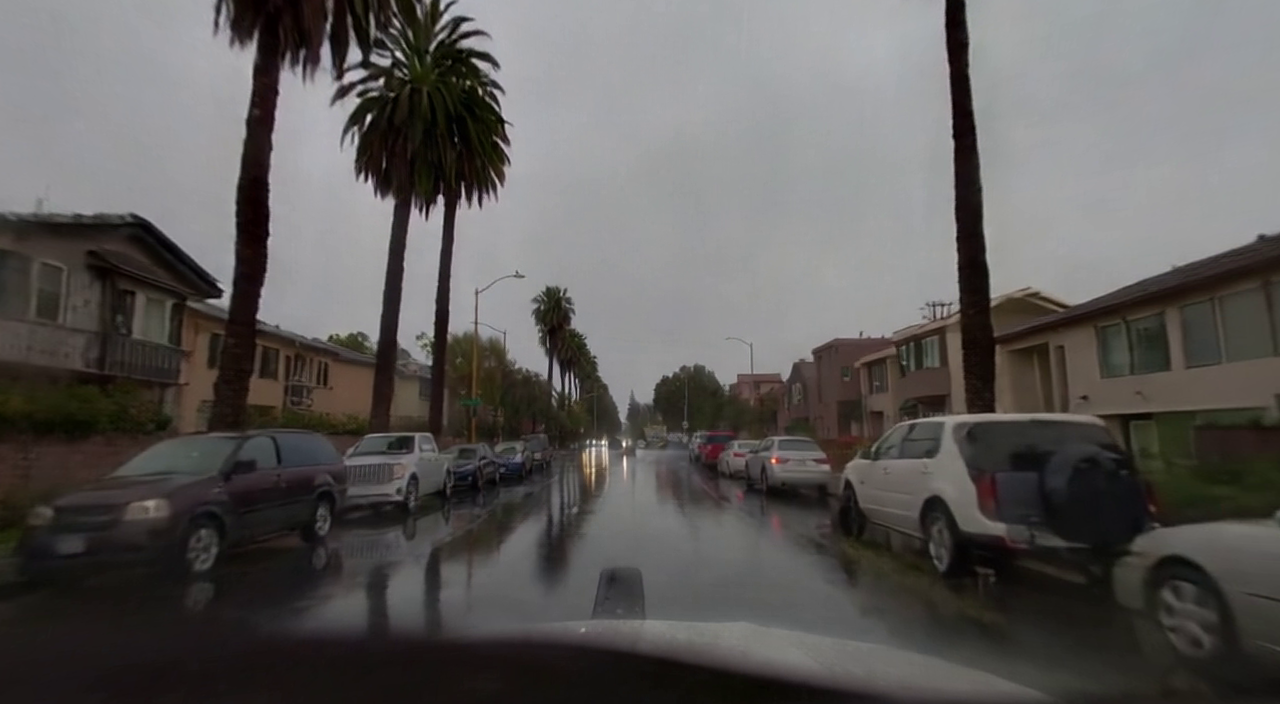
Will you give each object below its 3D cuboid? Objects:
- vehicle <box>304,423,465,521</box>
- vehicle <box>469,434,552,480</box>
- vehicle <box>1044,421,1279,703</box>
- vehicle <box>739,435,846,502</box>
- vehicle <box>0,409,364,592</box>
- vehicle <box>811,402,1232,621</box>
[{"bbox_3d":[-5.624,2.682,14.713,1.963,1.859,4.884,0,-8,-4],"label":"vehicle"},{"bbox_3d":[-5.521,4.583,27.976,2.316,1.808,5.876,0,-8,1],"label":"vehicle"},{"bbox_3d":[4.040,0.973,2.229,1.870,1.506,4.897,0,-8,-2],"label":"vehicle"},{"bbox_3d":[4.152,3.216,17.930,1.998,1.649,4.175,0,-8,0],"label":"vehicle"},{"bbox_3d":[-5.650,1.800,8.567,1.947,1.803,4.381,0,-8,-2],"label":"vehicle"},{"bbox_3d":[3.858,1.681,7.717,2.116,1.817,4.652,0,-8,-1],"label":"vehicle"}]
